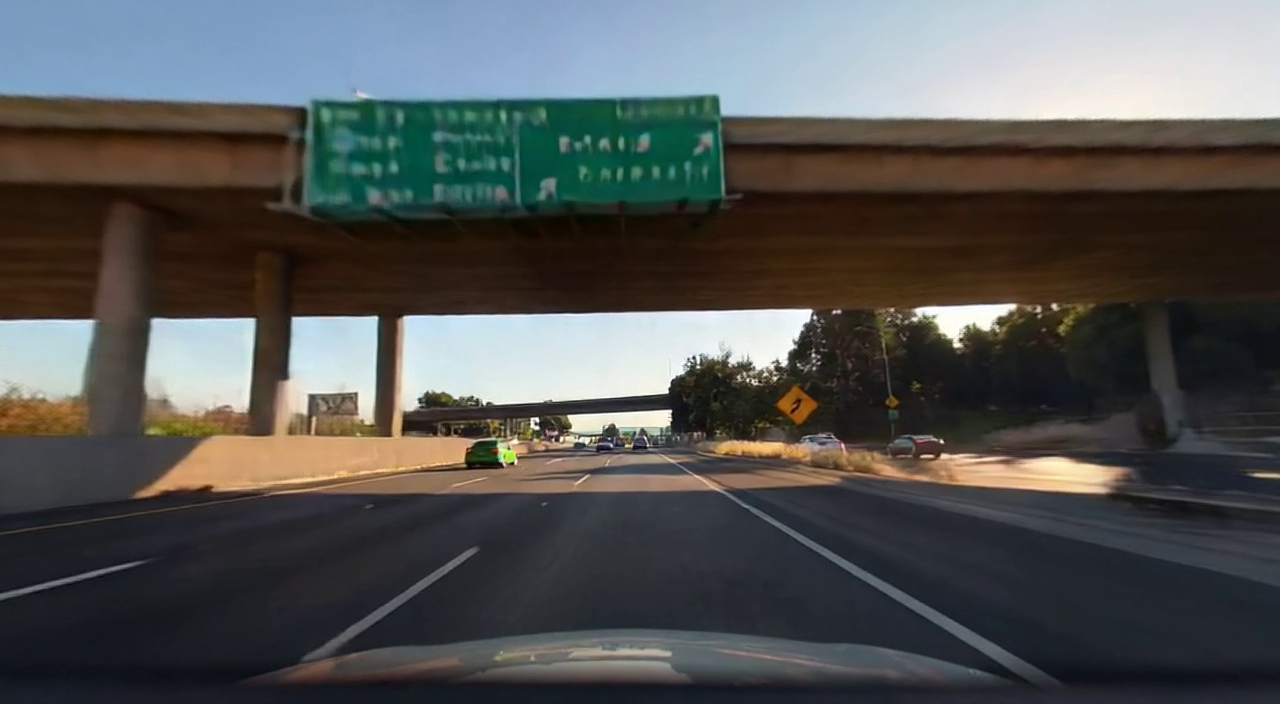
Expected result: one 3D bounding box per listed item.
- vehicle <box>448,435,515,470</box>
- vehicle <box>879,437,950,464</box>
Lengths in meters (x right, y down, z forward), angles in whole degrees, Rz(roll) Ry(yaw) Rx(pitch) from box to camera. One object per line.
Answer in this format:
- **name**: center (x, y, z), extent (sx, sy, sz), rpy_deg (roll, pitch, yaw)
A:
- **vehicle**: center (-7.401, 4.727, 29.808), extent (1.987, 1.486, 4.174), rpy_deg (0, -8, 1)
- **vehicle**: center (17.279, 6.202, 39.974), extent (2.000, 1.515, 4.188), rpy_deg (0, -7, -11)
